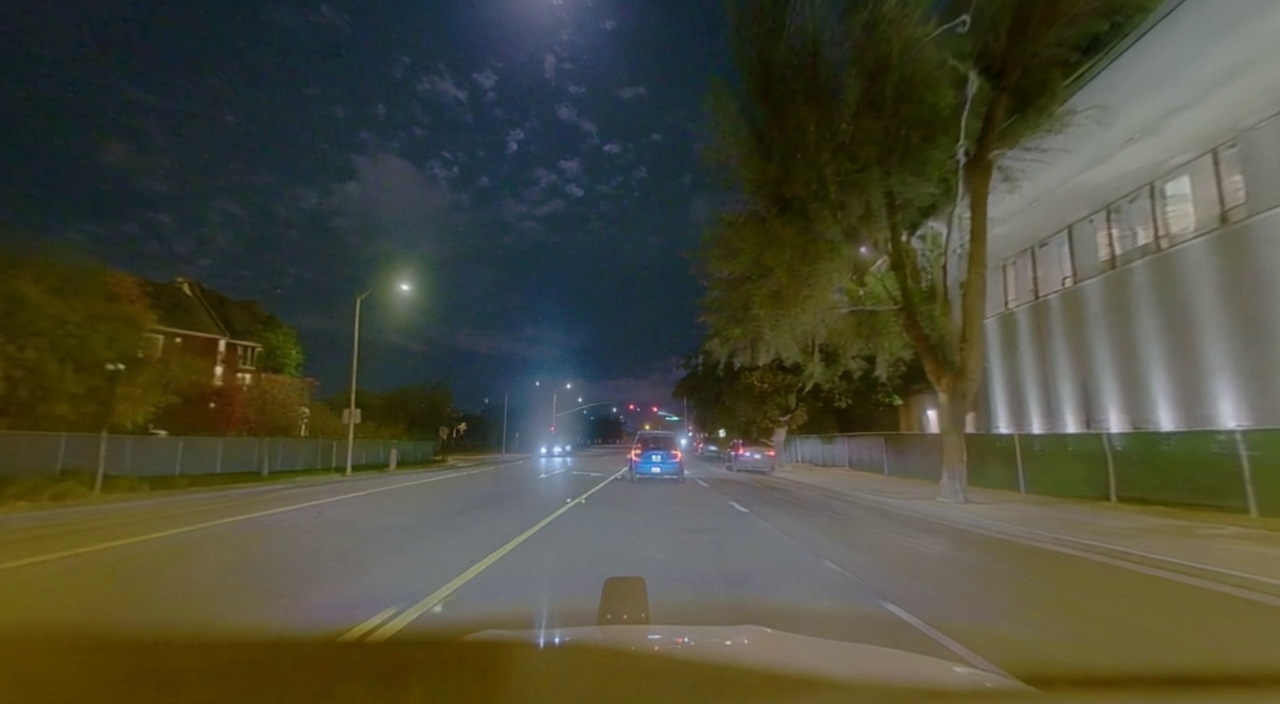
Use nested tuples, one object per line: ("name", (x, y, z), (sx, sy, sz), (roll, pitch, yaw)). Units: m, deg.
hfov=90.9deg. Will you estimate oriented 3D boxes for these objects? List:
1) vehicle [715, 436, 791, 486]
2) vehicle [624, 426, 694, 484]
("vehicle", (4.272, 4.205, 24.657), (2.138, 1.699, 4.852), (-1, -9, 1))
("vehicle", (0.733, 3.855, 23.761), (2.386, 1.947, 4.168), (-1, -9, 2))
